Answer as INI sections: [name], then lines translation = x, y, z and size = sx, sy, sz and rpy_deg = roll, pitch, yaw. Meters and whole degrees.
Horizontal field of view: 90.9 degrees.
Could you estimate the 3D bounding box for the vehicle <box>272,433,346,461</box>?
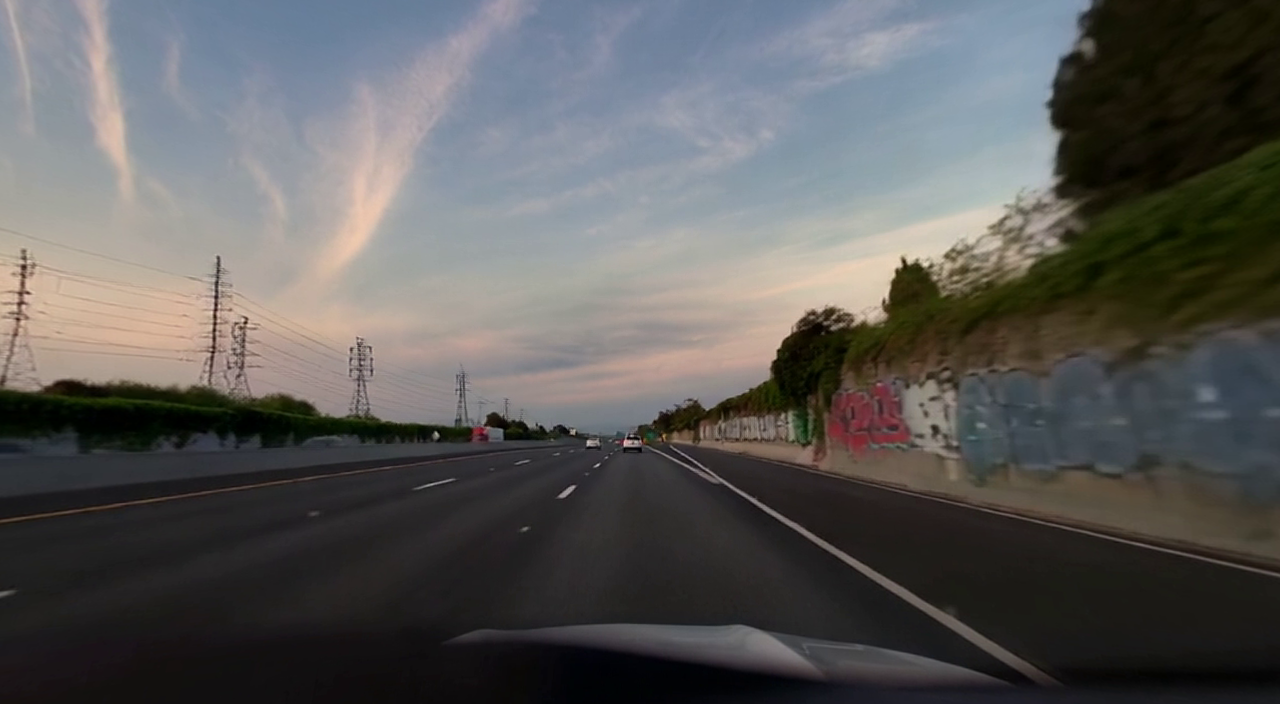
[vehicle]
translation = -18.853, 5.404, 36.128
size = 1.822, 1.474, 4.426
rpy_deg = 0, -8, 0
